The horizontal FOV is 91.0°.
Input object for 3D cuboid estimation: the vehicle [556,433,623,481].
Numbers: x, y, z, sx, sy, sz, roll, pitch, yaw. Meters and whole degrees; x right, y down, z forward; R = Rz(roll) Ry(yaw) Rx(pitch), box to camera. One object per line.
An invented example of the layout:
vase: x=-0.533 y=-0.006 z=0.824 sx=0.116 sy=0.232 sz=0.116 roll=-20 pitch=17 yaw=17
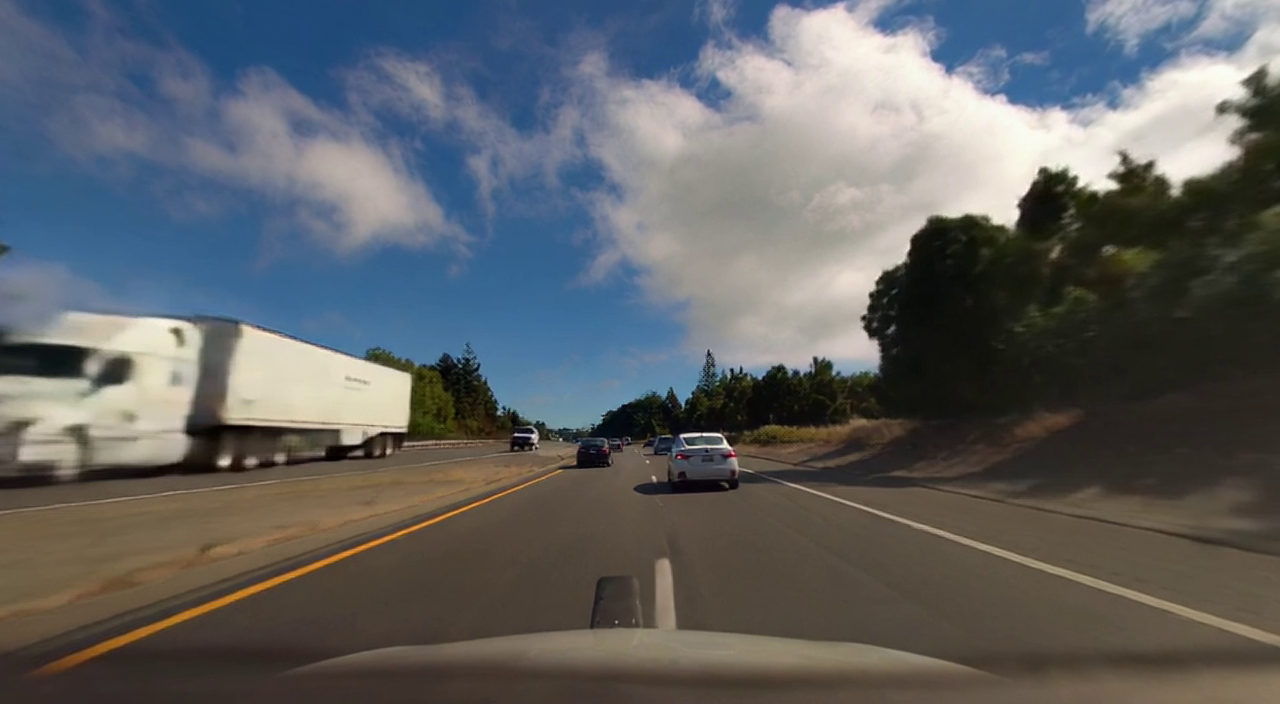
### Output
vehicle: x=-1.759 y=3.826 z=23.304 sx=2.178 sy=1.559 sz=4.254 roll=-1 pitch=-8 yaw=-1

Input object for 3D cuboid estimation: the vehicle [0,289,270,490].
vehicle: x=-12.814 y=1.173 z=15.776 sx=2.979 sy=4.027 sz=6.468 roll=-1 pitch=-8 yaw=0

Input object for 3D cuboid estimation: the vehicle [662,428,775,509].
vehicle: x=1.628 y=2.655 z=14.947 sx=2.055 sy=1.566 sz=5.046 roll=-1 pitch=-8 yaw=0

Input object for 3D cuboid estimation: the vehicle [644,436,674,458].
vehicle: x=1.395 y=7.217 z=47.734 sx=2.146 sy=1.546 sz=3.796 roll=-1 pitch=-8 yaw=0

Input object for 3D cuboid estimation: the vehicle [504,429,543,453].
vehicle: x=-8.694 y=6.701 z=47.269 sx=2.109 sy=1.706 sz=4.082 roll=-1 pitch=-8 yaw=0
